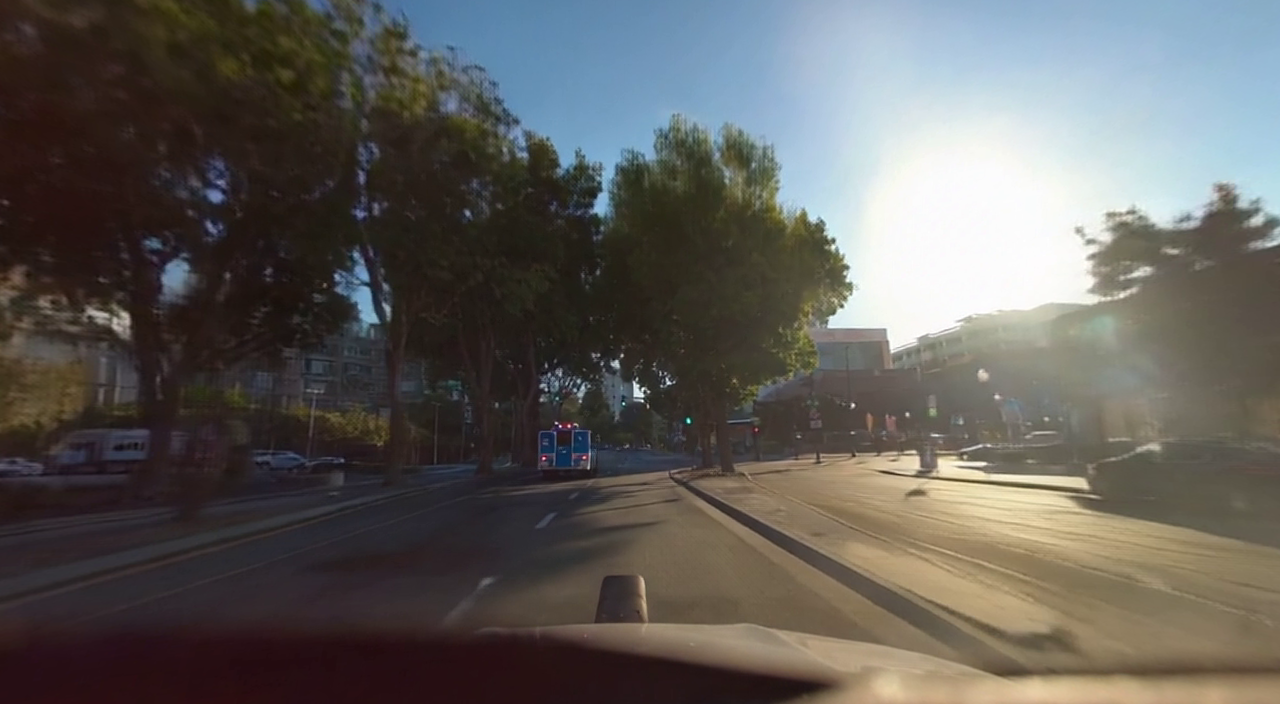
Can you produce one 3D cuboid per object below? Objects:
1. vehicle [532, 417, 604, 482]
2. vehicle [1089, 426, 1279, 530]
[{"bbox_3d":[-3.301,4.676,30.399,2.633,2.787,5.796,0,-9,2],"label":"vehicle"},{"bbox_3d":[11.636,2.435,12.798,1.980,1.719,4.422,-1,-9,4],"label":"vehicle"}]
